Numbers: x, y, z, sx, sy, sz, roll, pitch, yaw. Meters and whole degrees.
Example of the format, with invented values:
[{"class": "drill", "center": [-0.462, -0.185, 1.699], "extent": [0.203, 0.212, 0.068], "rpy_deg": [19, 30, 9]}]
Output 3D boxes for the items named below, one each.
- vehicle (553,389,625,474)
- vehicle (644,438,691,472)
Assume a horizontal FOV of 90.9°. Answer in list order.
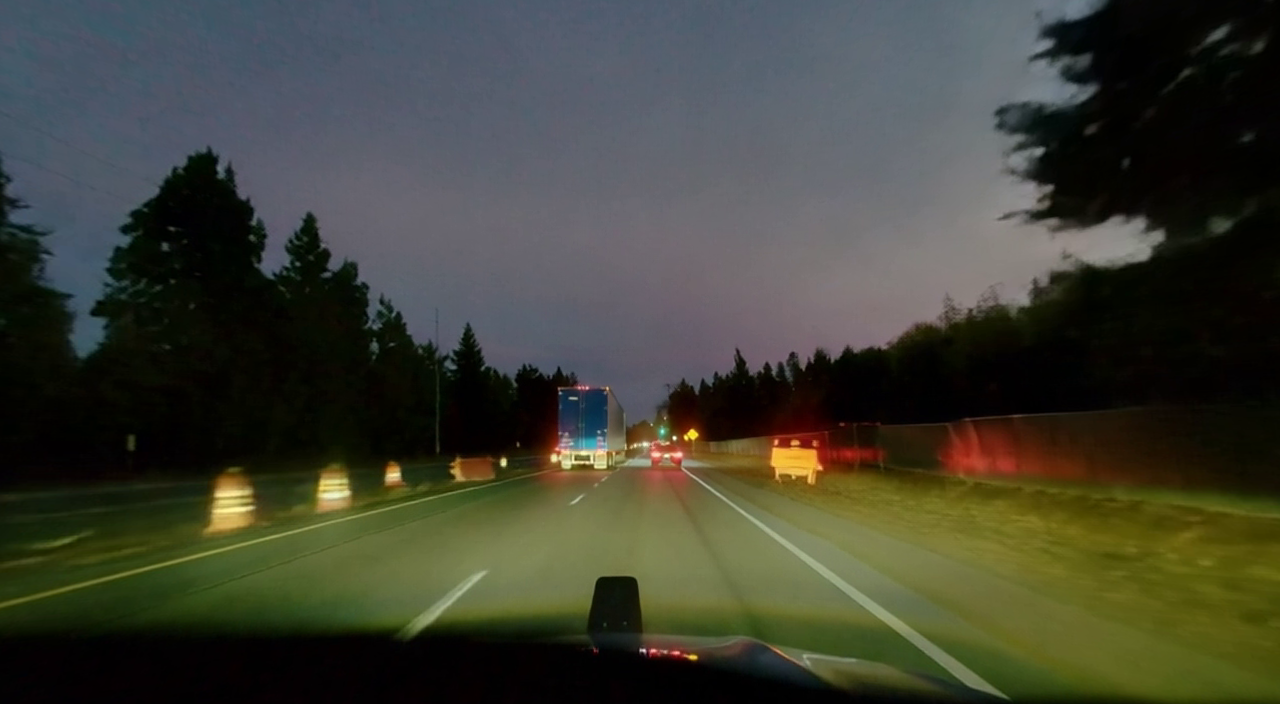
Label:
[{"class": "vehicle", "center": [-2.662, 4.987, 38.691], "extent": [2.906, 4.115, 15.715], "rpy_deg": [0, -8, 1]}, {"class": "vehicle", "center": [1.386, 5.470, 33.751], "extent": [2.304, 1.675, 4.462], "rpy_deg": [0, -8, 0]}]
